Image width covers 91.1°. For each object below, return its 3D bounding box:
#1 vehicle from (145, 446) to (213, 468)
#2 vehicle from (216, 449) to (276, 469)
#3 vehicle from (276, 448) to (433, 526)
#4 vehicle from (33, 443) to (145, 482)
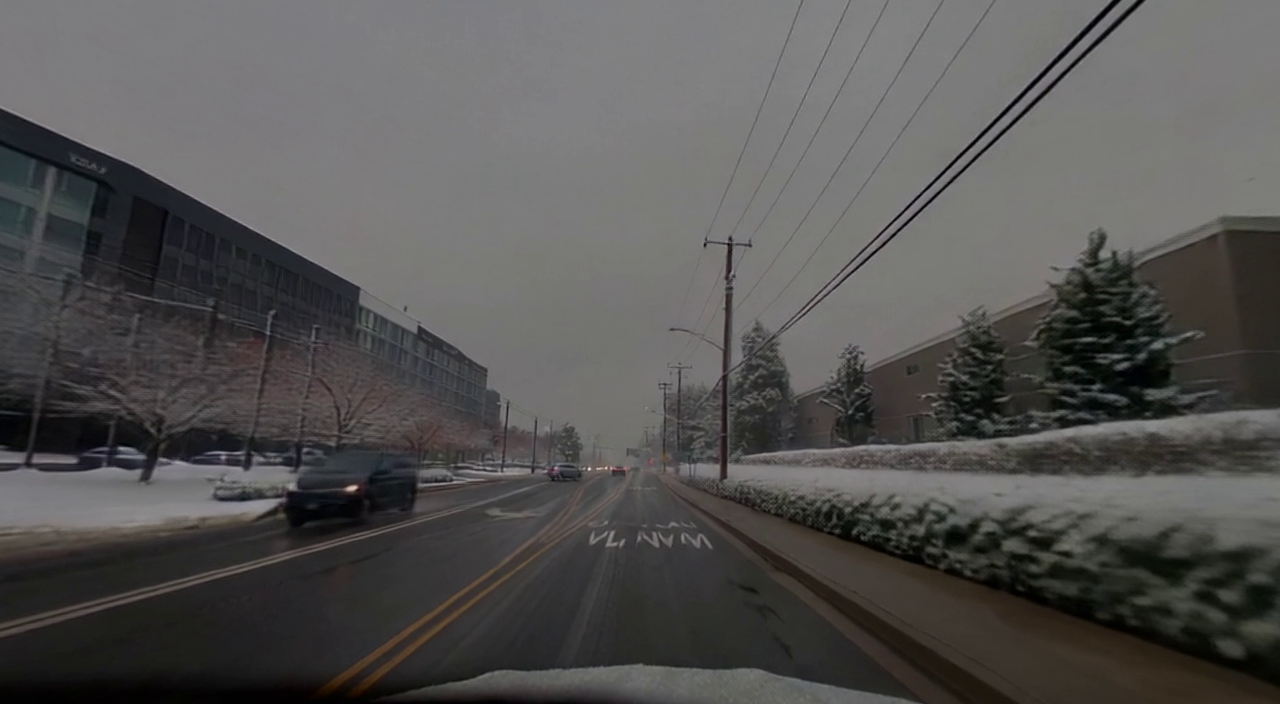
[{"bbox_3d":[-32.684,7.453,44.527,3.977,1.439,1.775,-3,-11,20],"label":"vehicle"},{"bbox_3d":[-30.851,8.405,49.174,3.795,1.474,1.828,-3,-11,18],"label":"vehicle"},{"bbox_3d":[-6.376,3.075,14.569,1.922,1.540,3.771,1,-11,-2],"label":"vehicle"},{"bbox_3d":[-26.152,5.246,29.822,4.630,1.710,2.035,-4,-11,23],"label":"vehicle"}]
